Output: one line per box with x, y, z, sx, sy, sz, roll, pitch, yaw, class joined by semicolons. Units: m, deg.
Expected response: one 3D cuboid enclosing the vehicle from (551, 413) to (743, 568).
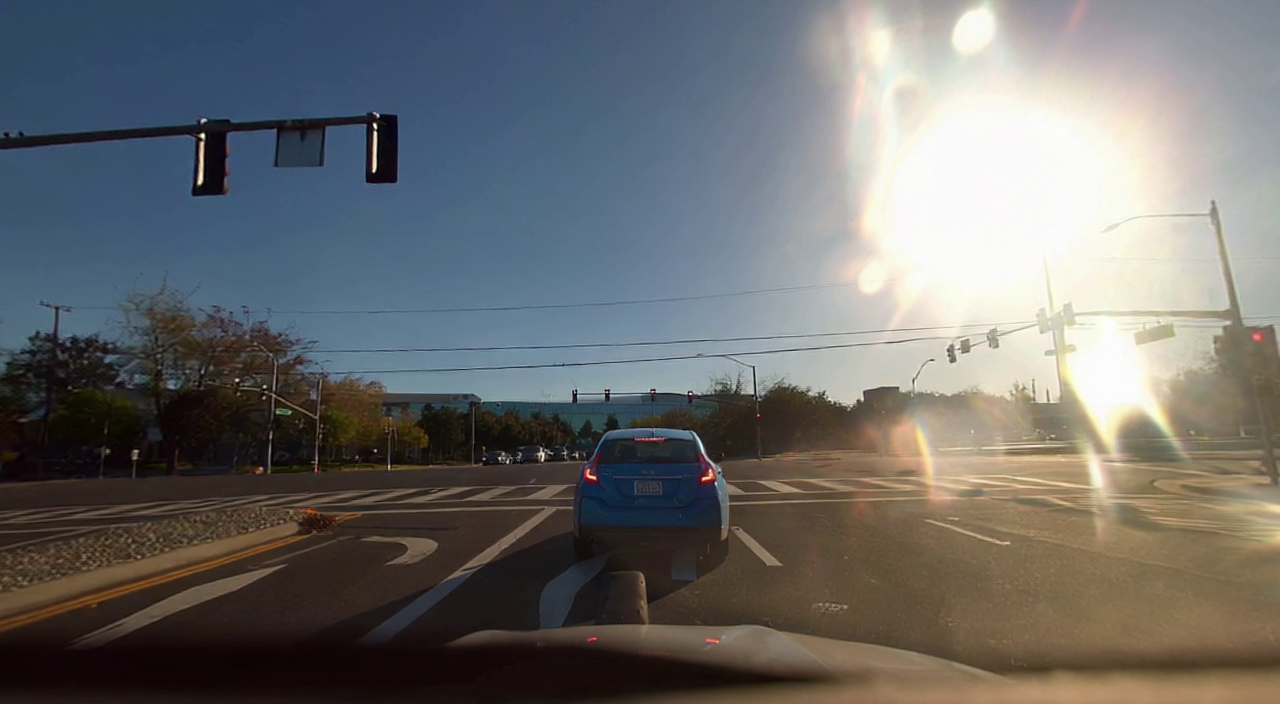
0.037;1.755;8.715;2.027;1.626;3.942;0;-8;-1;vehicle
